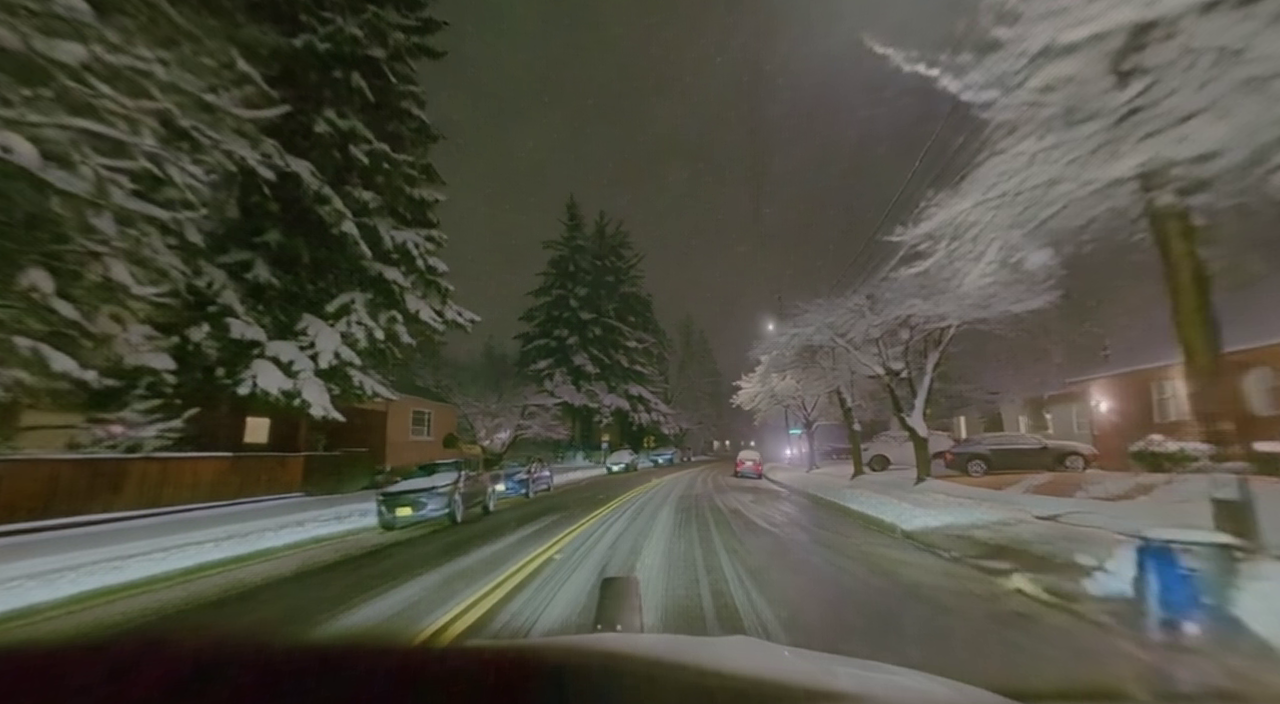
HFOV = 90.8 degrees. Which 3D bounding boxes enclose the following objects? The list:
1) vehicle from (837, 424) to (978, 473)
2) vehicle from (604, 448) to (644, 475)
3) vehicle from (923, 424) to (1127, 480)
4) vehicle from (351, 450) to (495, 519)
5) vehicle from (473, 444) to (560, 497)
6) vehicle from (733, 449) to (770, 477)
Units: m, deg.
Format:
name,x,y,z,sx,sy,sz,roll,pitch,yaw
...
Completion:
name,x,y,z,sx,sy,sz,roll,pitch,yaw
vehicle,11.045,4.054,26.486,5.009,1.906,2.046,-2,-9,9
vehicle,-1.085,7.805,44.667,2.005,1.557,4.172,-3,-14,10
vehicle,11.334,2.974,18.879,4.744,1.507,1.953,-1,-8,2
vehicle,-5.292,3.455,16.078,1.886,1.494,4.149,-2,-14,5
vehicle,-4.456,4.491,23.464,1.972,1.536,4.347,-3,-16,5
vehicle,6.444,6.408,36.780,1.972,1.460,4.137,-2,-8,8
